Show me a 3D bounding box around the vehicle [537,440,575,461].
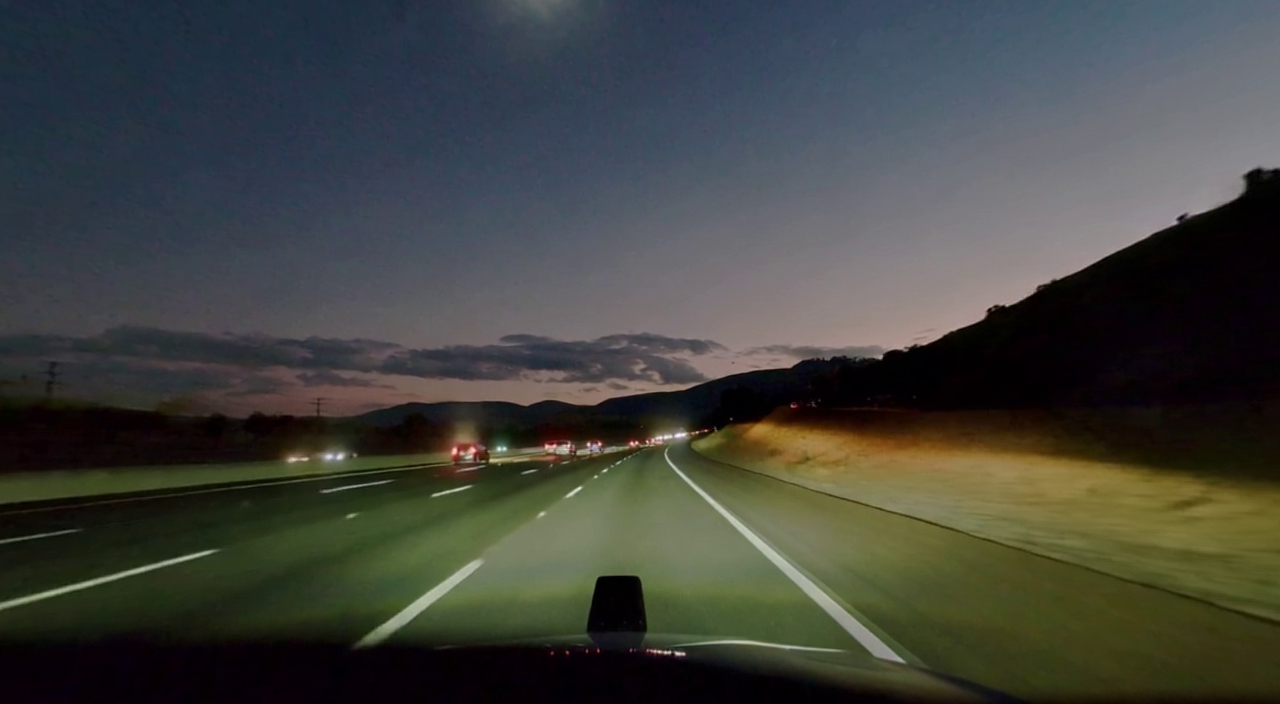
[{"bbox_3d":[-6.333,7.464,47.945,2.107,1.484,4.449,0,-9,2],"label":"vehicle"}]

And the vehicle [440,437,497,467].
[{"bbox_3d":[-10.401,6.074,38.547,2.122,1.695,4.437,0,-9,2],"label":"vehicle"}]
